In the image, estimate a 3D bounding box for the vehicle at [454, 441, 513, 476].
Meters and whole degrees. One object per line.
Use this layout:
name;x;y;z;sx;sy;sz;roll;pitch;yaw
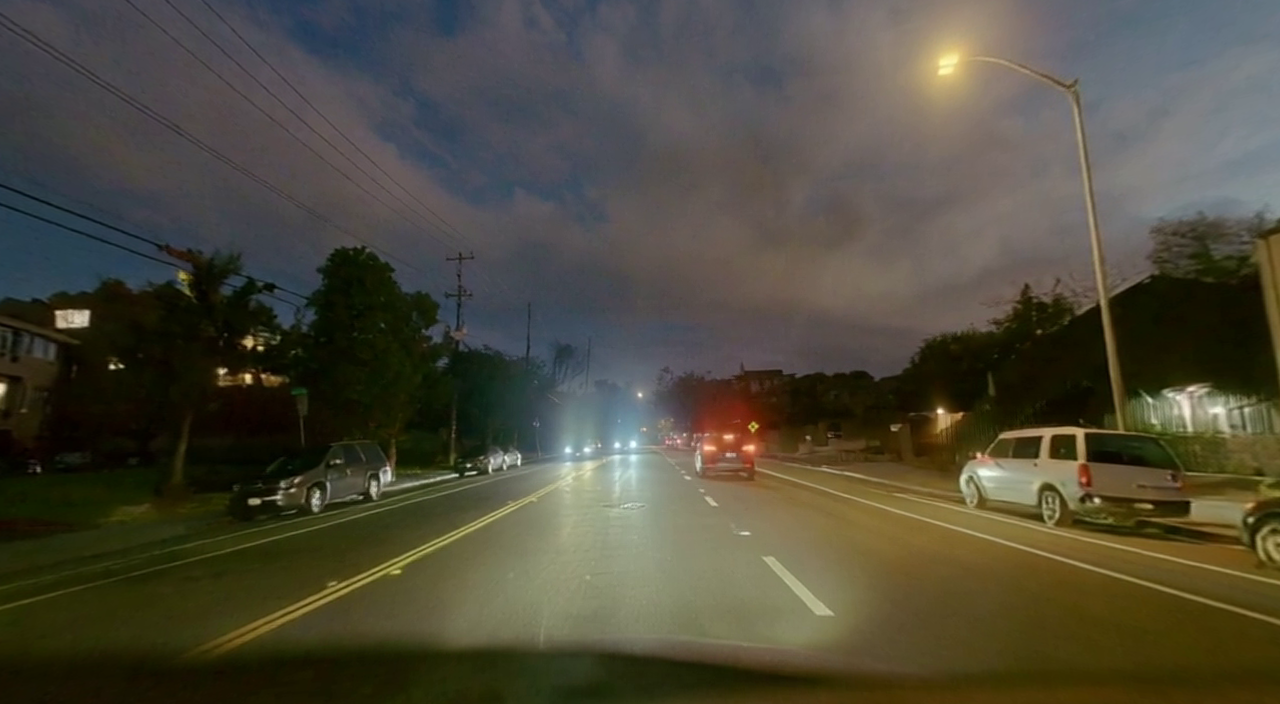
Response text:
vehicle;-8.738;5.968;35.711;2.228;1.825;4.522;0;-8;0

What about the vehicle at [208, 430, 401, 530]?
vehicle;-8.876;3.331;17.430;2.419;2.087;5.334;-3;-6;0

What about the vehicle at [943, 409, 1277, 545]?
vehicle;7.990;2.182;11.741;2.133;1.911;5.455;-1;-8;2

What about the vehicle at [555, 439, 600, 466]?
vehicle;-3.707;6.058;38.213;2.054;1.506;4.325;-1;-8;4

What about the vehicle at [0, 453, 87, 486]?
vehicle;-31.855;6.074;32.879;1.746;1.479;4.603;-1;-8;2

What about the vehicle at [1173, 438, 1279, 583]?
vehicle;7.583;1.495;5.508;1.862;1.492;4.571;0;-8;0

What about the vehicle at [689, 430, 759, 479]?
vehicle;3.127;3.946;24.509;2.004;1.704;4.573;0;-8;-1
